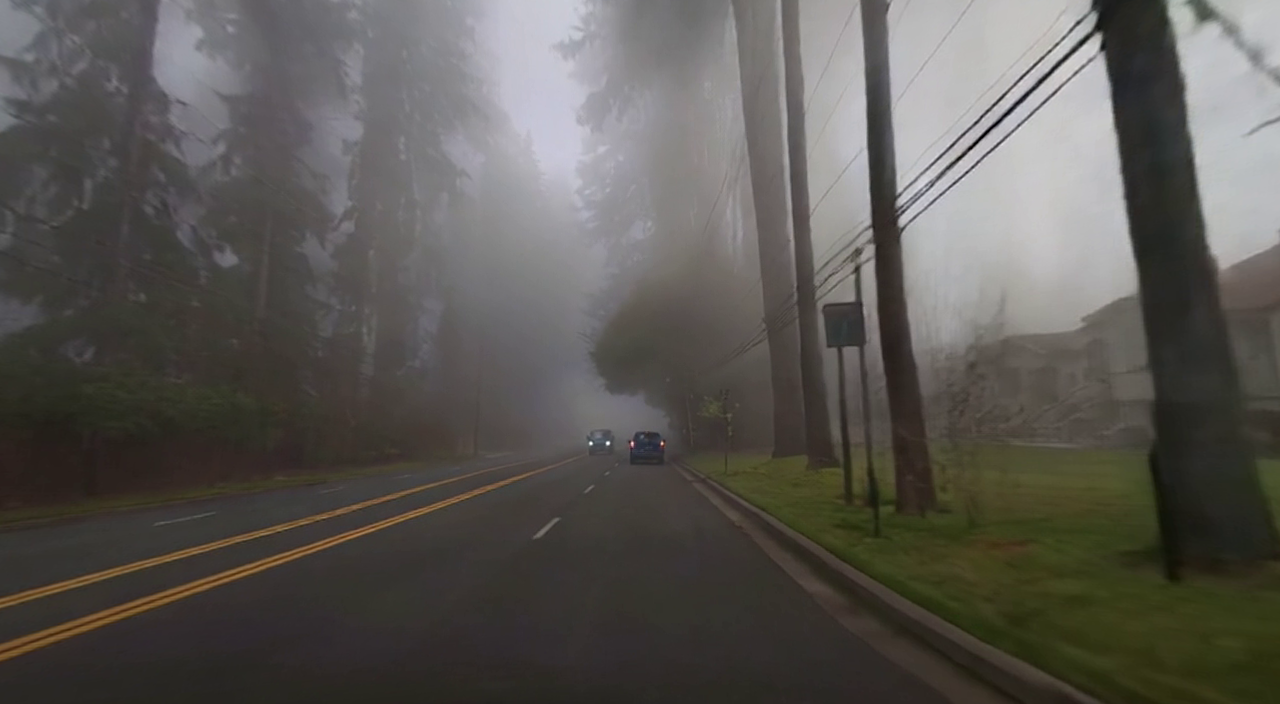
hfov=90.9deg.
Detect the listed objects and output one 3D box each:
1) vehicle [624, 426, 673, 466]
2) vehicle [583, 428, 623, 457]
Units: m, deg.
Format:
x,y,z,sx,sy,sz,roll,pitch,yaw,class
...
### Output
x,y,z,sx,sy,sz,roll,pitch,yaw,class
0.373,4.339,29.225,2.120,1.718,3.909,0,-8,0,vehicle
-2.288,5.766,40.117,2.157,1.765,4.303,0,-8,2,vehicle
